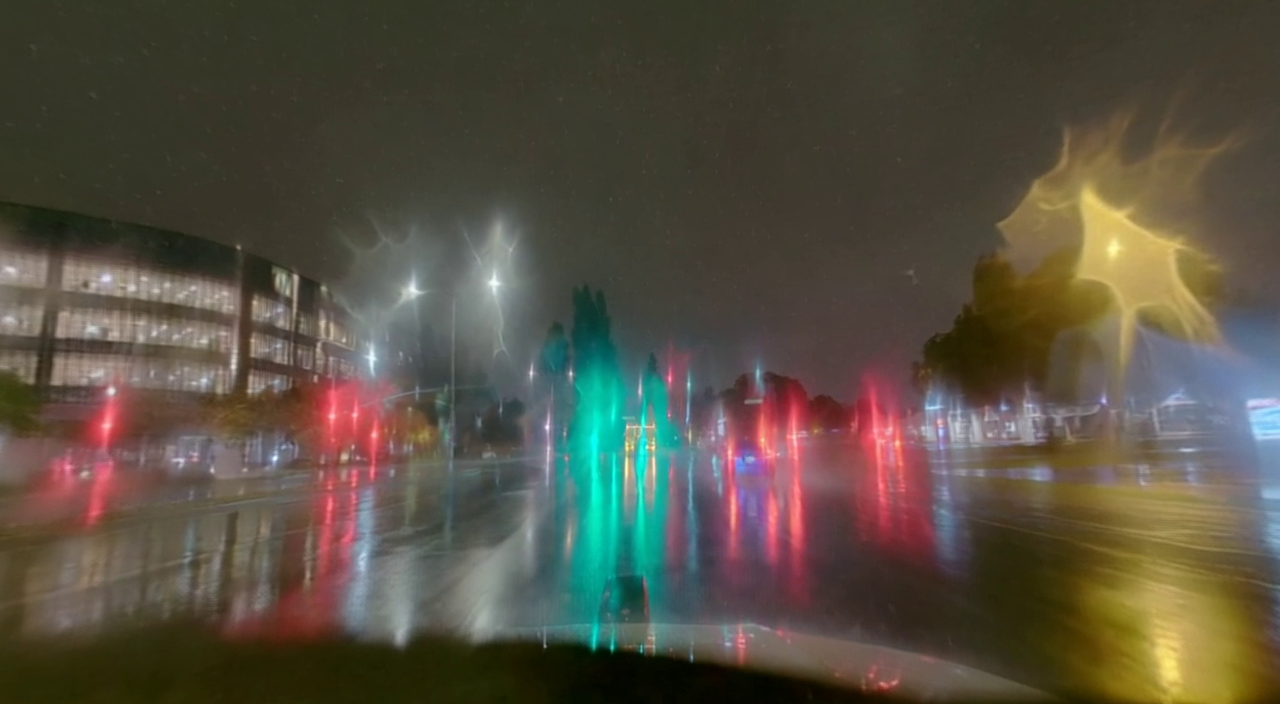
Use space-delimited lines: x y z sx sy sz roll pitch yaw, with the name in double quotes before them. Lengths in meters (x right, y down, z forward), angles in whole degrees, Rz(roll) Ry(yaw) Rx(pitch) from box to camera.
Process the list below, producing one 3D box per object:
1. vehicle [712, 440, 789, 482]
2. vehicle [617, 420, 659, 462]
"vehicle" 4.078 4.106 24.093 2.005 1.442 4.675 0 -8 -1
"vehicle" -0.120 6.507 46.161 2.833 2.879 6.572 0 -8 0
